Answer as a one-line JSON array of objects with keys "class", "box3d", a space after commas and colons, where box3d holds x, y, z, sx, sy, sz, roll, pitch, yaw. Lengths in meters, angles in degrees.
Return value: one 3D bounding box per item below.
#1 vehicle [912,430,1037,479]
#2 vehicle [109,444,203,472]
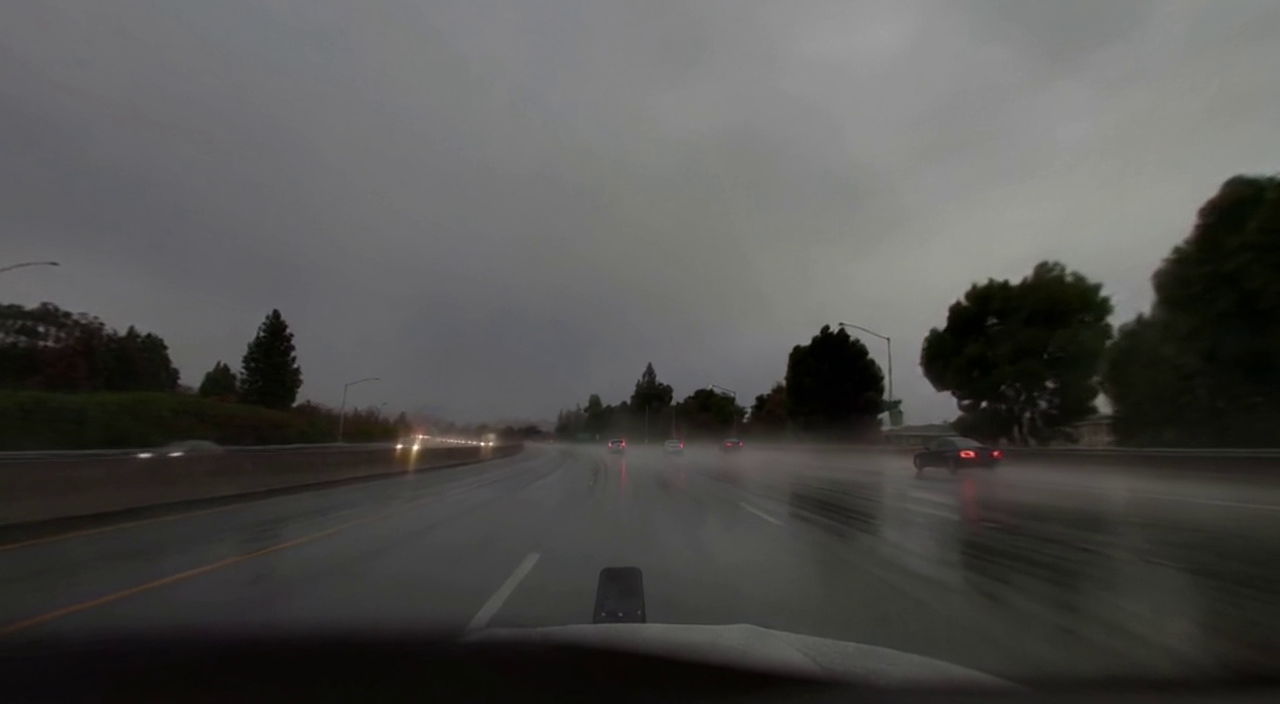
[{"class": "vehicle", "box3d": [13.696, 4.218, 26.290, 2.107, 1.803, 5.385, 1, -8, -2]}, {"class": "vehicle", "box3d": [-28.303, 6.166, 37.061, 1.860, 1.520, 4.746, 0, -8, -2]}]
